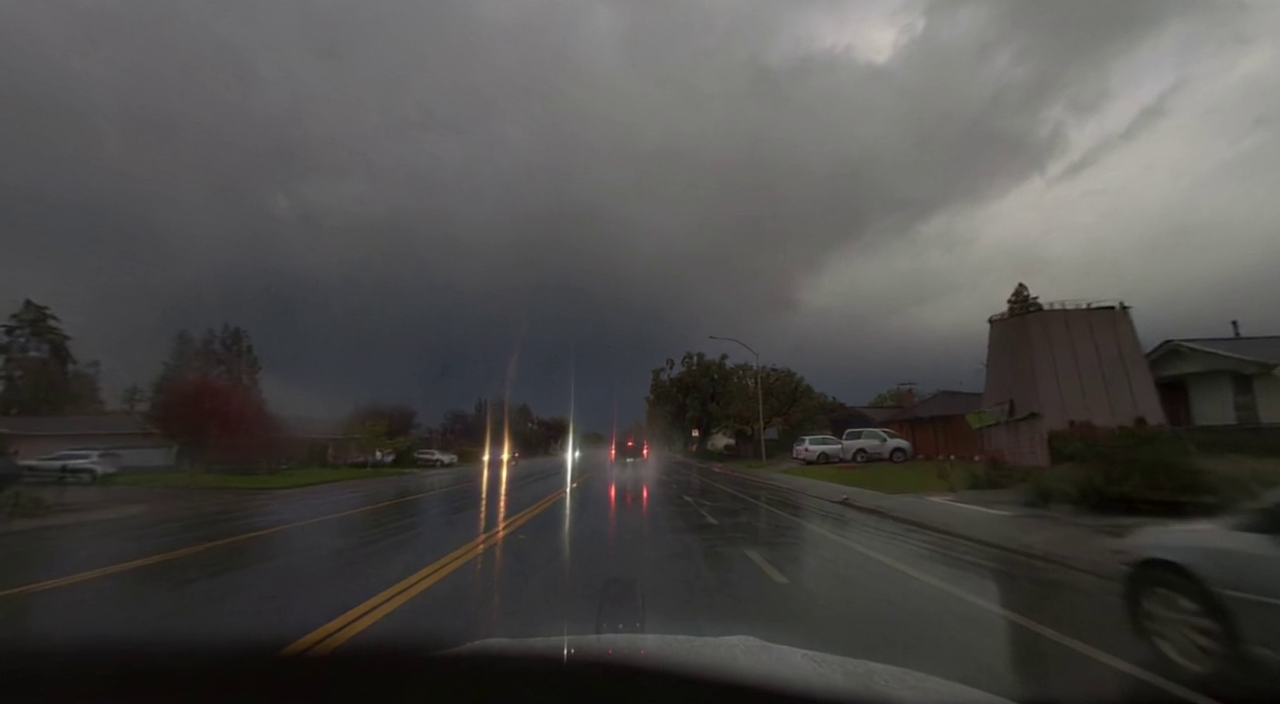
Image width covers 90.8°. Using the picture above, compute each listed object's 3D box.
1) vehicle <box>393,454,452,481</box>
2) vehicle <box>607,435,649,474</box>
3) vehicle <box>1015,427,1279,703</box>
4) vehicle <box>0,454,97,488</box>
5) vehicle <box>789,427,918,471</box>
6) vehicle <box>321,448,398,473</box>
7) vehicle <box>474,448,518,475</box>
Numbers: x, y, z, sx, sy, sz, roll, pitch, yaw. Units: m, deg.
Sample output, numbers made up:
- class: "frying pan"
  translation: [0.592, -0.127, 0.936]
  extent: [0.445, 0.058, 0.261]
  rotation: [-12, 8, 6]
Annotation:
- class: "vehicle"
  translation: [-13.488, 7.152, 39.444]
  extent: [1.950, 1.530, 4.856]
  rotation: [0, -8, 0]
- class: "vehicle"
  translation: [-0.607, 5.608, 34.807]
  extent: [2.153, 1.942, 4.767]
  rotation: [0, -8, 0]
- class: "vehicle"
  translation: [4.317, 1.082, 2.914]
  extent: [2.001, 1.480, 5.022]
  rotation: [0, -8, -1]
- class: "vehicle"
  translation: [-27.571, 5.313, 28.354]
  extent: [4.428, 1.450, 2.173]
  rotation: [0, -8, 2]
- class: "vehicle"
  translation: [10.475, 4.761, 31.275]
  extent: [5.526, 1.849, 2.213]
  rotation: [-2, -6, -2]
- class: "vehicle"
  translation: [-20.213, 7.835, 45.701]
  extent: [4.627, 1.720, 1.983]
  rotation: [0, -9, -5]
- class: "vehicle"
  translation: [-8.735, 6.659, 38.506]
  extent: [1.791, 1.514, 3.702]
  rotation: [0, -8, 0]
